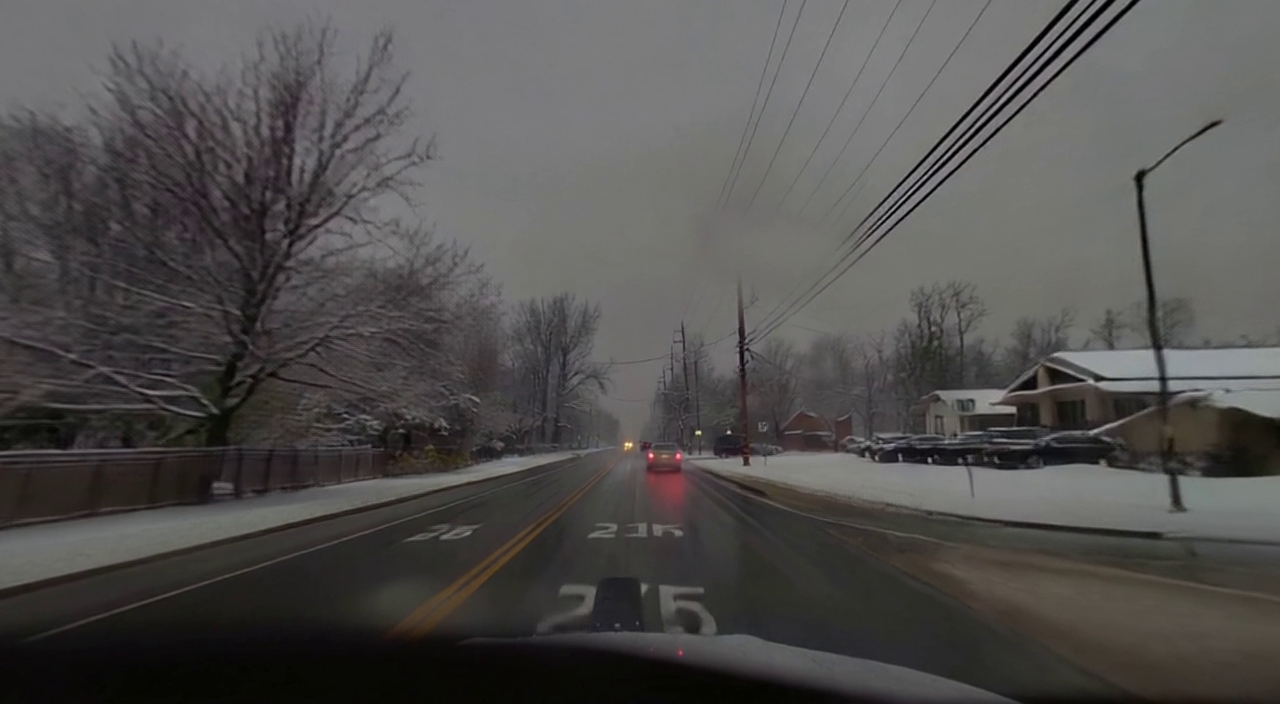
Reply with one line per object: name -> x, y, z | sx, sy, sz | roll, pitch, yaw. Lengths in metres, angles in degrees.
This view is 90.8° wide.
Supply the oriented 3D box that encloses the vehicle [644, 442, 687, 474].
vehicle -> 1.187, 5.181, 31.086 | 1.975, 1.497, 3.647 | 0, -8, 0
